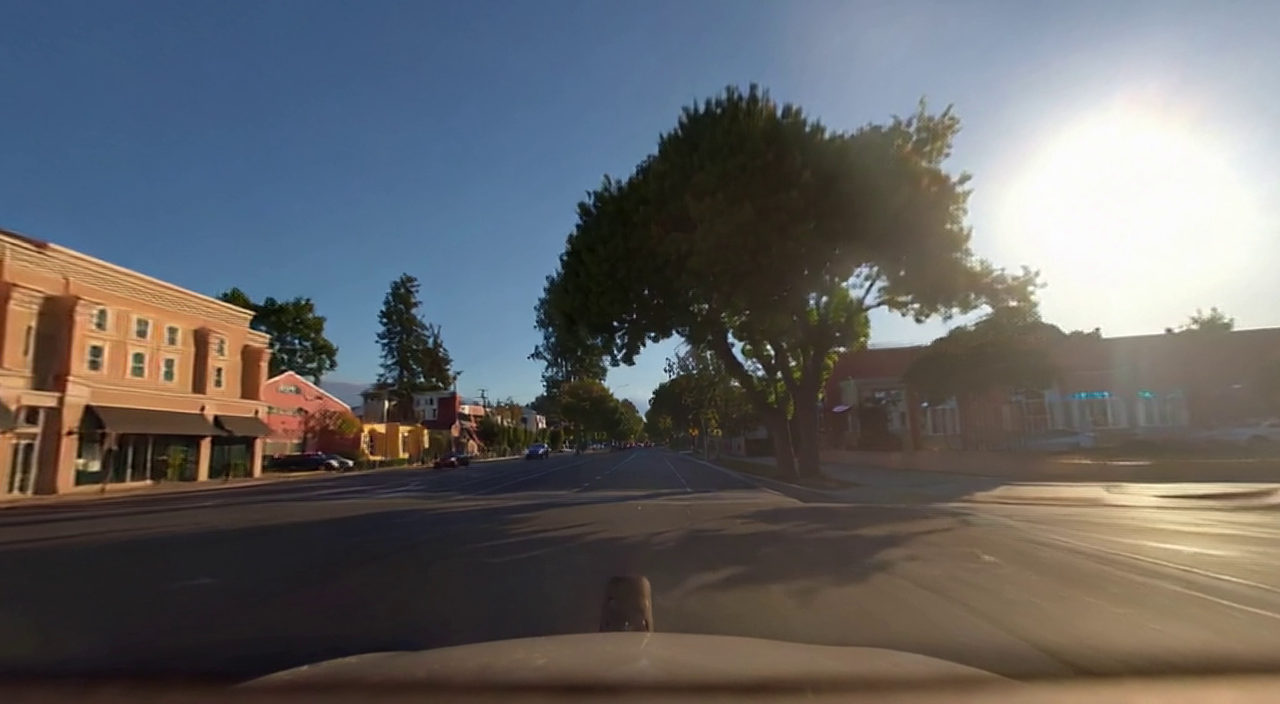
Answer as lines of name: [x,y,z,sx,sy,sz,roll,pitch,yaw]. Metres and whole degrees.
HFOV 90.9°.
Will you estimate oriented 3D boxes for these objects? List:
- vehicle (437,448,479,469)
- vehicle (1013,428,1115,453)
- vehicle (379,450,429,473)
vehicle: [-14.255,8.327,49.504,1.963,1.487,4.331,-2,-8,1]
vehicle: [25.984,5.463,38.892,4.942,1.435,1.987,-4,-9,28]
vehicle: [-17.804,8.272,47.708,1.945,1.486,4.652,-2,-8,1]
